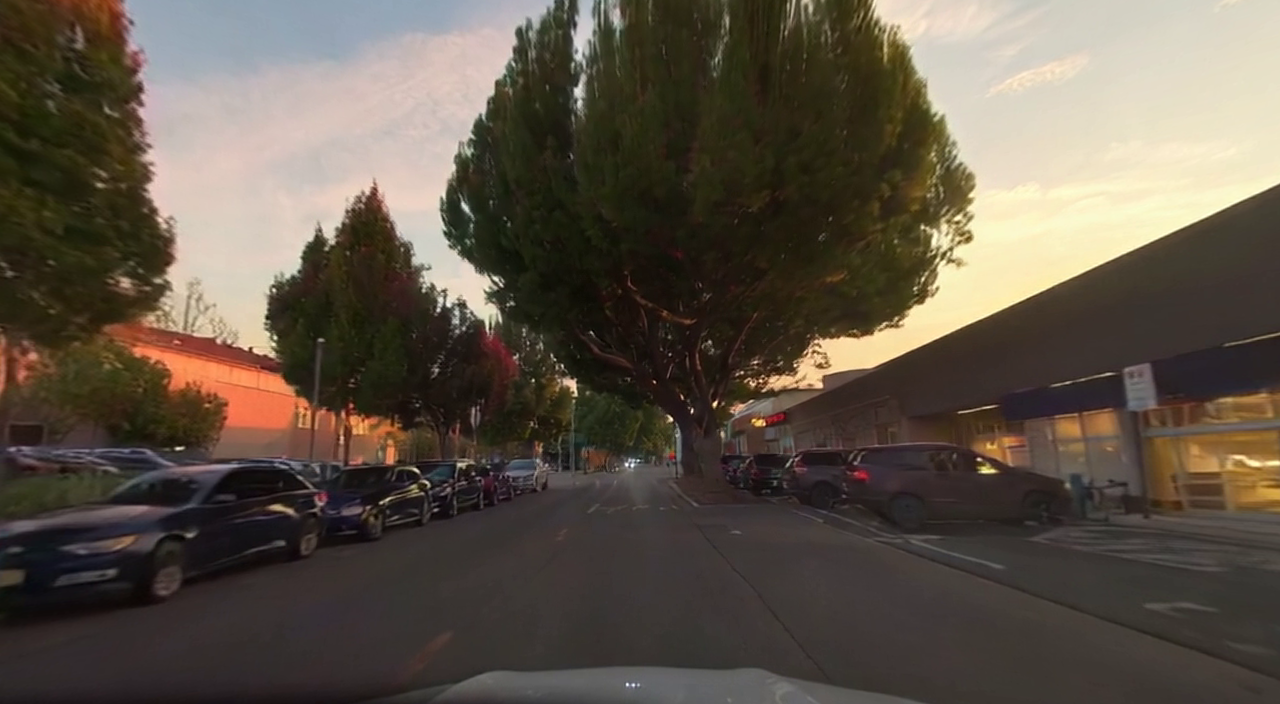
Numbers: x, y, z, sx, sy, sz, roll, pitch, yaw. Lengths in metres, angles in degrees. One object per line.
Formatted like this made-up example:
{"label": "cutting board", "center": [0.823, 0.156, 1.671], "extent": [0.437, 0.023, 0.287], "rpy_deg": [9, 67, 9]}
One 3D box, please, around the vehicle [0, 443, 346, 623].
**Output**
{"label": "vehicle", "center": [-5.674, 2.008, 7.793], "extent": [1.939, 1.565, 4.185], "rpy_deg": [0, -11, 1]}

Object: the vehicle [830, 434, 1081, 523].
{"label": "vehicle", "center": [6.414, 2.639, 13.233], "extent": [4.193, 1.665, 1.924], "rpy_deg": [1, -11, -1]}
